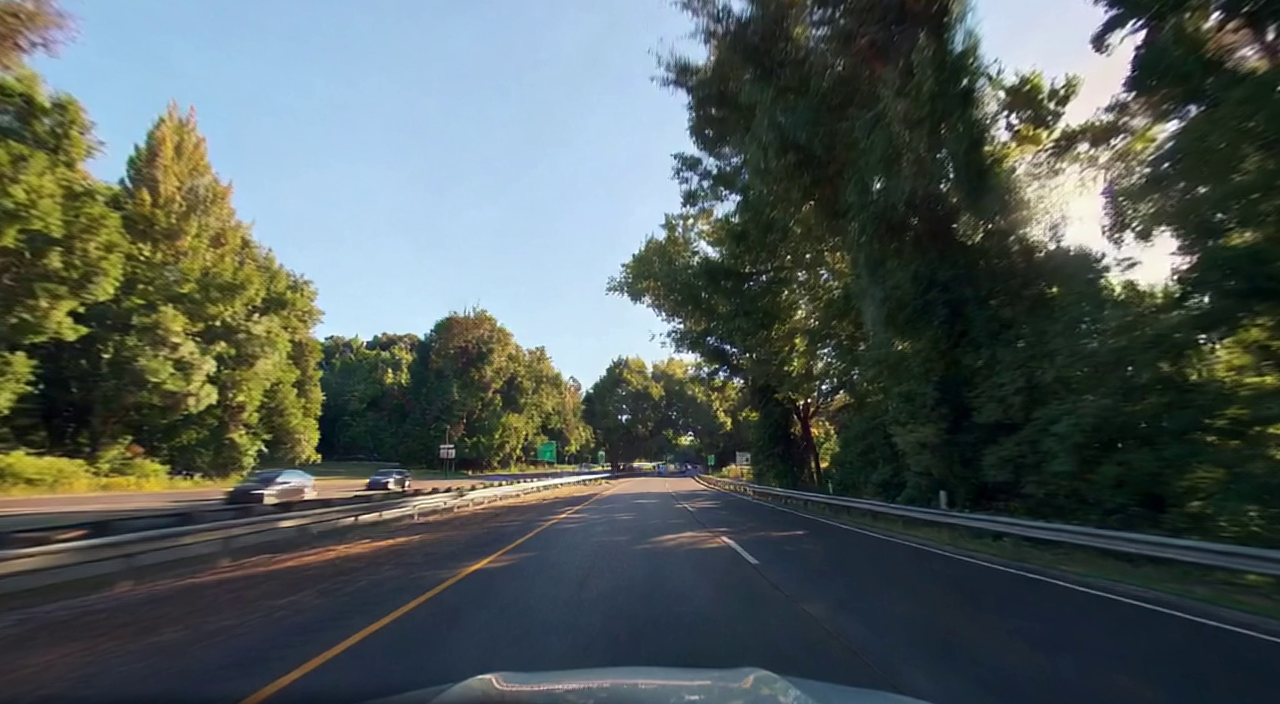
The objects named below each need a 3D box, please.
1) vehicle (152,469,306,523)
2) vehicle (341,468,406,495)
[{"bbox_3d":[-12.832,4.493,20.019,1.892,1.467,4.340,1,-10,1],"label":"vehicle"},{"bbox_3d":[-16.099,7.809,38.182,1.895,1.476,4.539,1,-10,1],"label":"vehicle"}]
